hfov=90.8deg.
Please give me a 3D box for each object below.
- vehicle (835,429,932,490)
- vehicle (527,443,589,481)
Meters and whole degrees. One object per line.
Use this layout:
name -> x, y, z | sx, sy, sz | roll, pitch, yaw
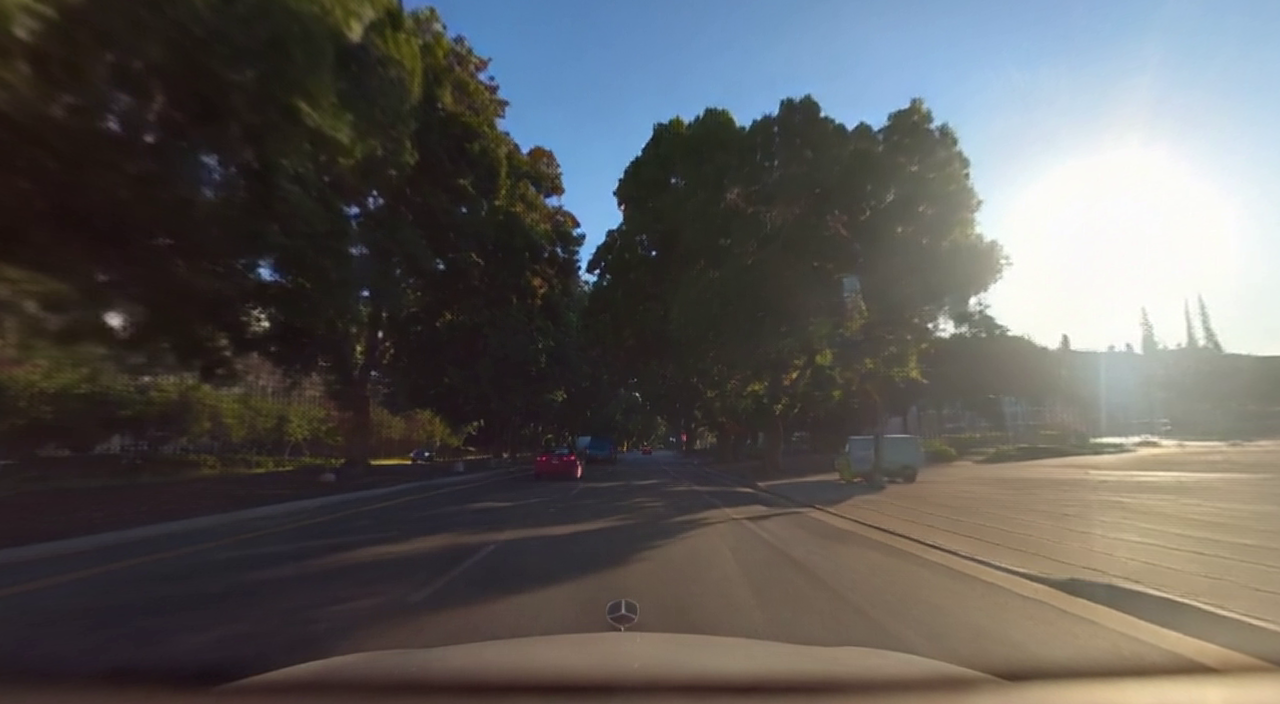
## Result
vehicle -> 7.100, 3.155, 18.707 | 1.596, 1.654, 2.920 | 0, -9, -1
vehicle -> -3.345, 4.574, 26.559 | 2.009, 1.473, 4.028 | 0, -9, 0
